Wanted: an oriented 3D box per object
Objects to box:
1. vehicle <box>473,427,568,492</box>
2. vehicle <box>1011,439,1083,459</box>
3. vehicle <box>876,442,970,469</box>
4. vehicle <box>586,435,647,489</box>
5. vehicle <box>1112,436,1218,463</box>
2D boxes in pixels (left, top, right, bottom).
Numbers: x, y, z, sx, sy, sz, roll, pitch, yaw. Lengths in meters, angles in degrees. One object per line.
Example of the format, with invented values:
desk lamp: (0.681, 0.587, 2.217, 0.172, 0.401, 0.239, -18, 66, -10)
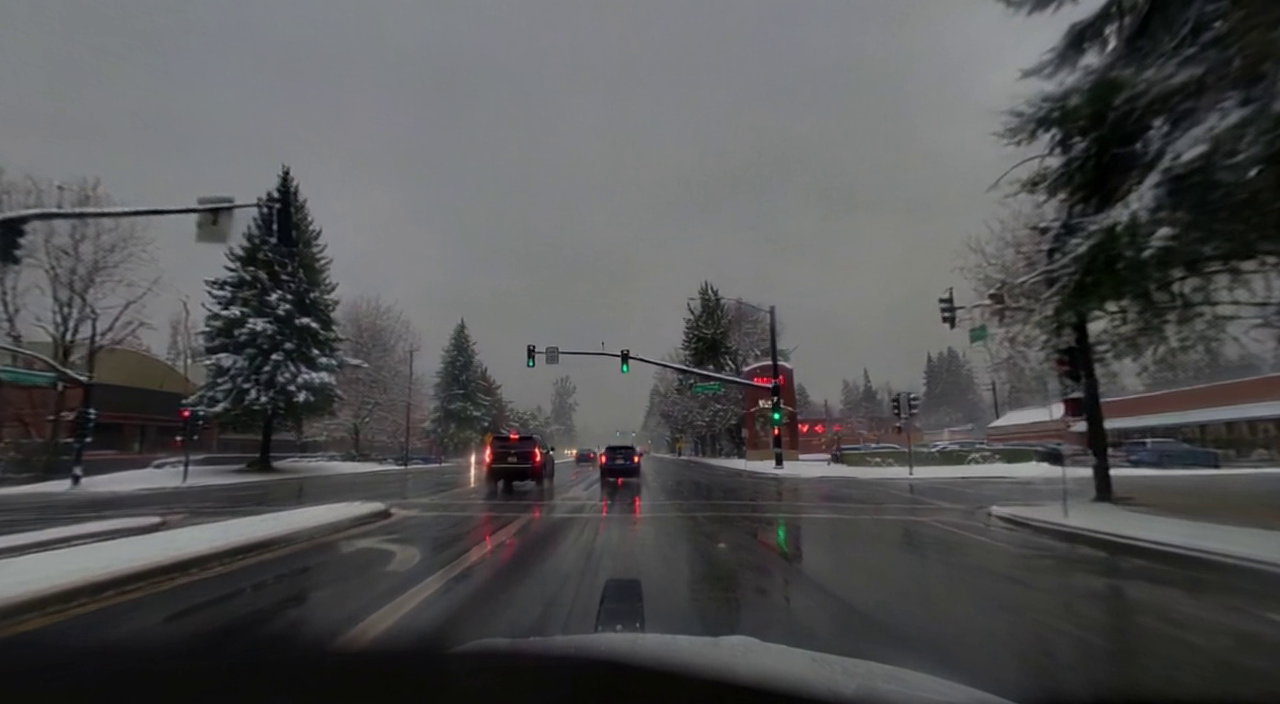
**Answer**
vehicle: (-4.013, 3.749, 22.387, 2.252, 1.999, 5.605, 0, -8, 0)
vehicle: (31.428, 7.492, 48.837, 4.347, 1.457, 1.785, 0, -8, -1)
vehicle: (18.789, 6.880, 42.135, 5.209, 1.743, 2.081, 0, -9, -1)
vehicle: (-0.814, 4.058, 23.664, 2.061, 1.809, 4.141, 0, -8, 0)
vehicle: (31.556, 5.860, 38.072, 4.527, 1.513, 2.067, -1, -8, -1)
